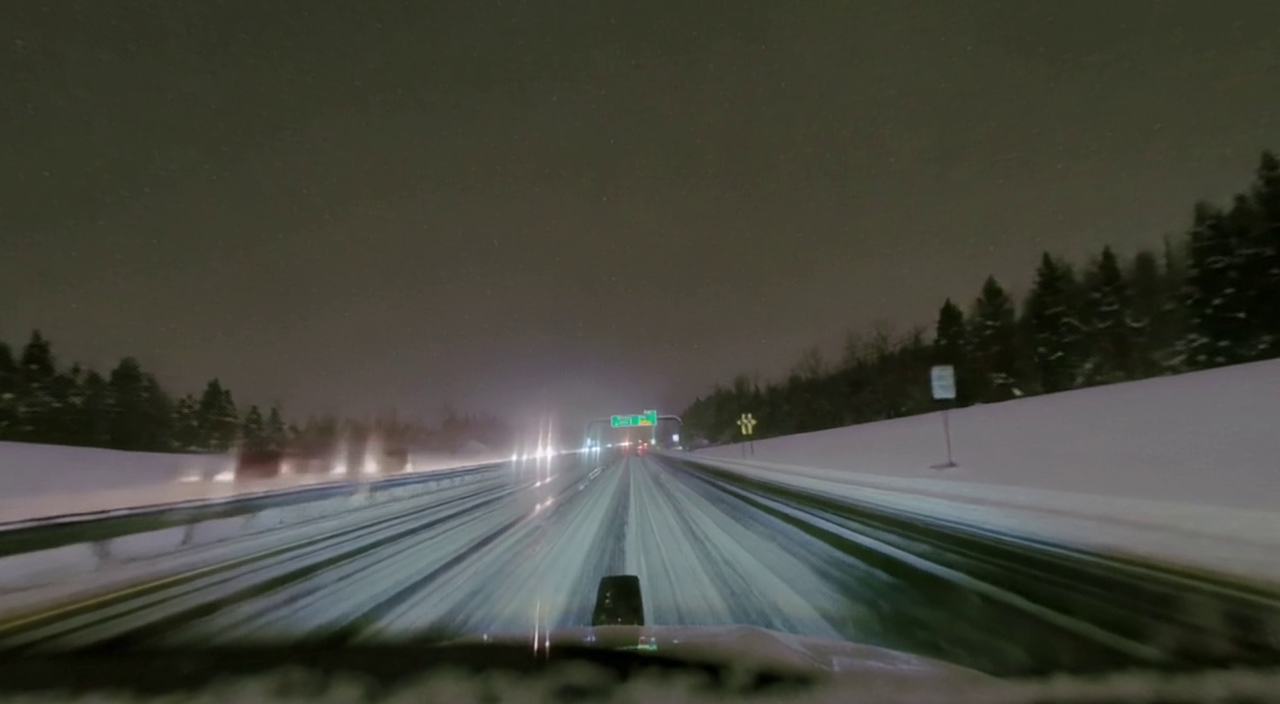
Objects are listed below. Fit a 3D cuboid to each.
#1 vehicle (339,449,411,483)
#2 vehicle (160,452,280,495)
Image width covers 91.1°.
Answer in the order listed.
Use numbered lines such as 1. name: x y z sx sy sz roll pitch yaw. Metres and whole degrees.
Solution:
1. vehicle: -12.584 5.406 30.091 1.852 1.512 3.732 0 -9 -1
2. vehicle: -16.802 4.827 25.433 1.866 1.560 4.266 0 -9 0
